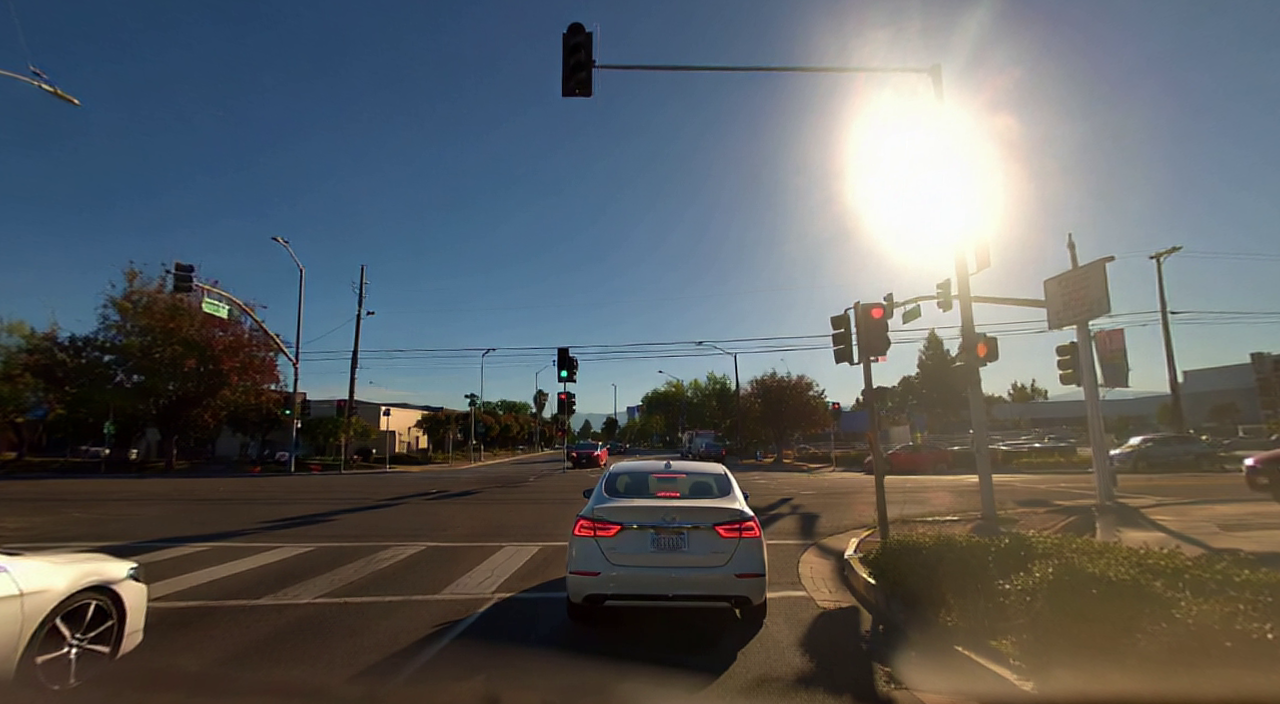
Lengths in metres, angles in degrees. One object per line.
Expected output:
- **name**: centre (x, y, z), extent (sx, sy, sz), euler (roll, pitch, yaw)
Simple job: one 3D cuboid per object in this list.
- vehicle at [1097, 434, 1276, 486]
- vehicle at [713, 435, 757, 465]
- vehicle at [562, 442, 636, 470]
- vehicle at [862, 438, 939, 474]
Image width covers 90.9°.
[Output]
- **vehicle**: centre (16.794, 3.321, 19.524), extent (3.876, 1.512, 1.784), euler (0, -8, -1)
- **vehicle**: centre (6.933, 7.136, 46.165), extent (1.491, 2.041, 2.964), euler (6, -9, -35)
- **vehicle**: centre (-2.447, 6.152, 37.557), extent (3.991, 1.526, 1.868), euler (-4, -9, 30)
- **vehicle**: centre (12.389, 5.039, 30.269), extent (1.922, 1.529, 3.964), euler (0, -12, -1)
